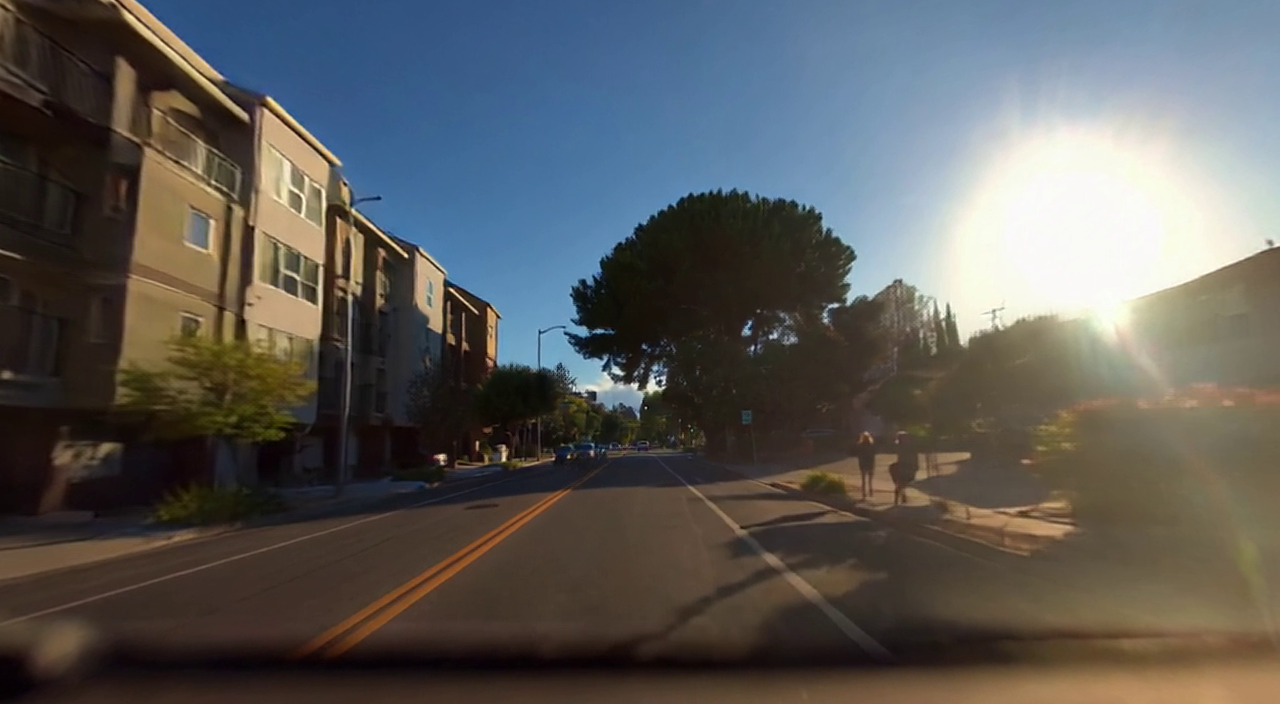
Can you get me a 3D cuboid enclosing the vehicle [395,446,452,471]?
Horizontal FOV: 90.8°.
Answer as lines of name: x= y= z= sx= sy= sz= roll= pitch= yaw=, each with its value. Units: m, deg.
vehicle: x=-12.826 y=6.349 z=37.722 sx=1.934 sy=1.389 sz=4.364 roll=0 pitch=-9 yaw=-1
